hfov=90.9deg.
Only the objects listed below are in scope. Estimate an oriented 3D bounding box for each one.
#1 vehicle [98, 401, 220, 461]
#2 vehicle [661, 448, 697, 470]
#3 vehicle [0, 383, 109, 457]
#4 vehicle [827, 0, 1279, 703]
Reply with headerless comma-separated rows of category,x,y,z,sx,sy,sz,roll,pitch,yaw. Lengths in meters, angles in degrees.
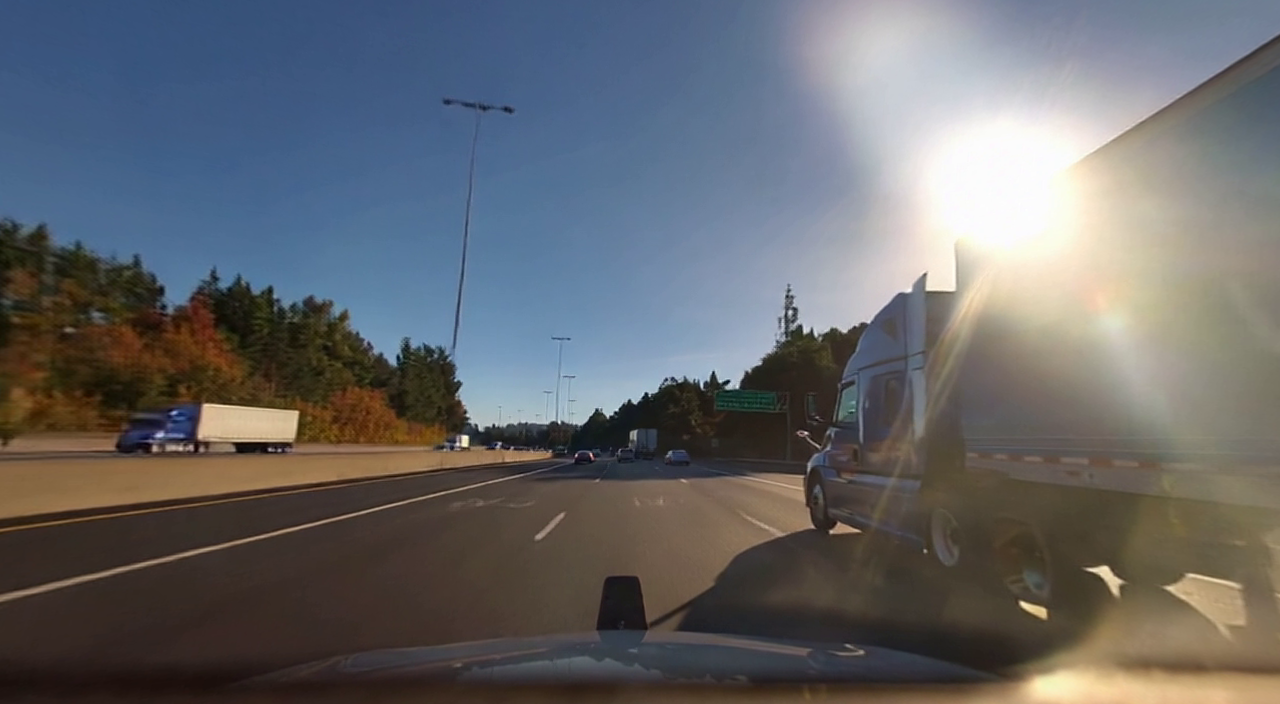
vehicle,-34.061,5.724,45.069,2.964,3.947,6.858,0,-9,2
vehicle,2.978,8.369,49.389,2.246,1.583,4.813,0,-9,-3
vehicle,-34.509,3.775,34.185,2.721,3.792,9.308,-1,-9,4
vehicle,4.268,-0.332,1.813,2.847,4.075,14.244,0,-9,-1
